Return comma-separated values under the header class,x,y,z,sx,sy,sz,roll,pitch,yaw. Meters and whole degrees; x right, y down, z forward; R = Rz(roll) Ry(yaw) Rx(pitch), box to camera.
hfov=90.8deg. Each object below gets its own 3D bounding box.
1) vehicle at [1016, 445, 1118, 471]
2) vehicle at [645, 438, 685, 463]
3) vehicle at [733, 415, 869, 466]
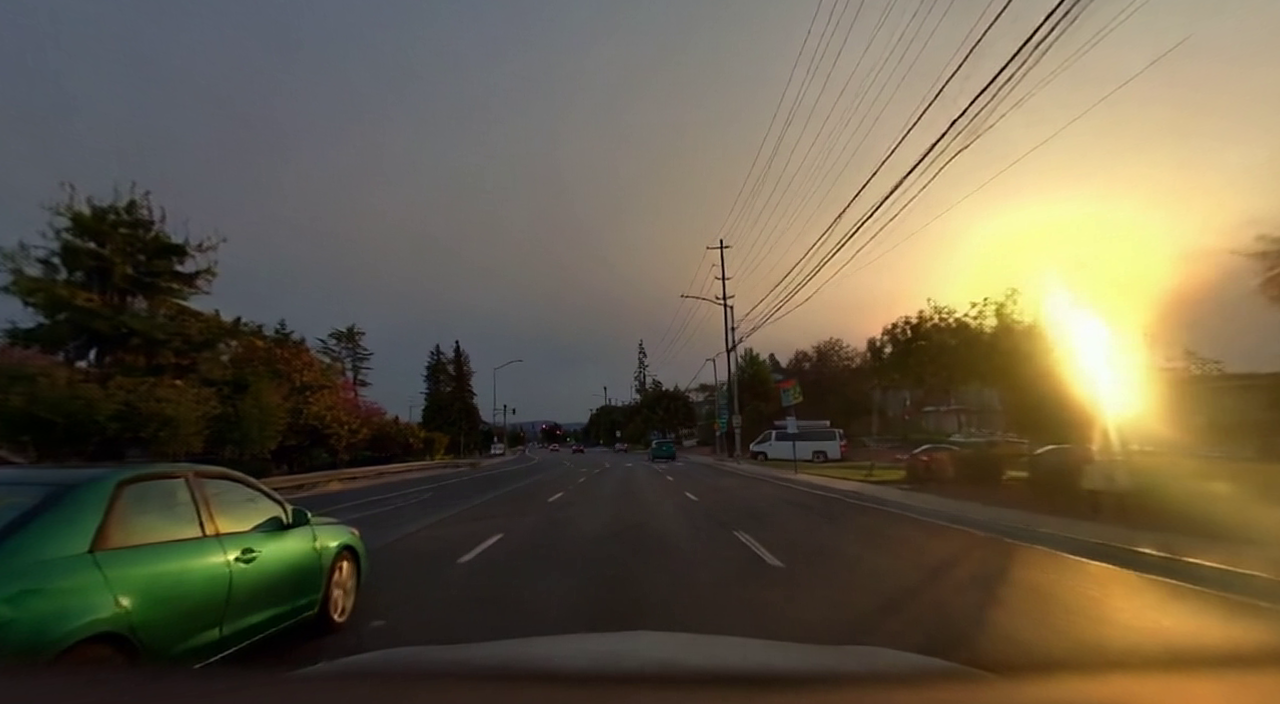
class,x,y,z,sx,sy,sz,roll,pitch,yaw
vehicle,24.278,6.030,36.003,4.462,1.449,1.877,0,-8,-2
vehicle,1.543,6.304,40.521,2.015,1.467,4.117,1,-8,-6
vehicle,10.328,5.761,40.883,7.877,3.013,2.916,-5,-10,30
